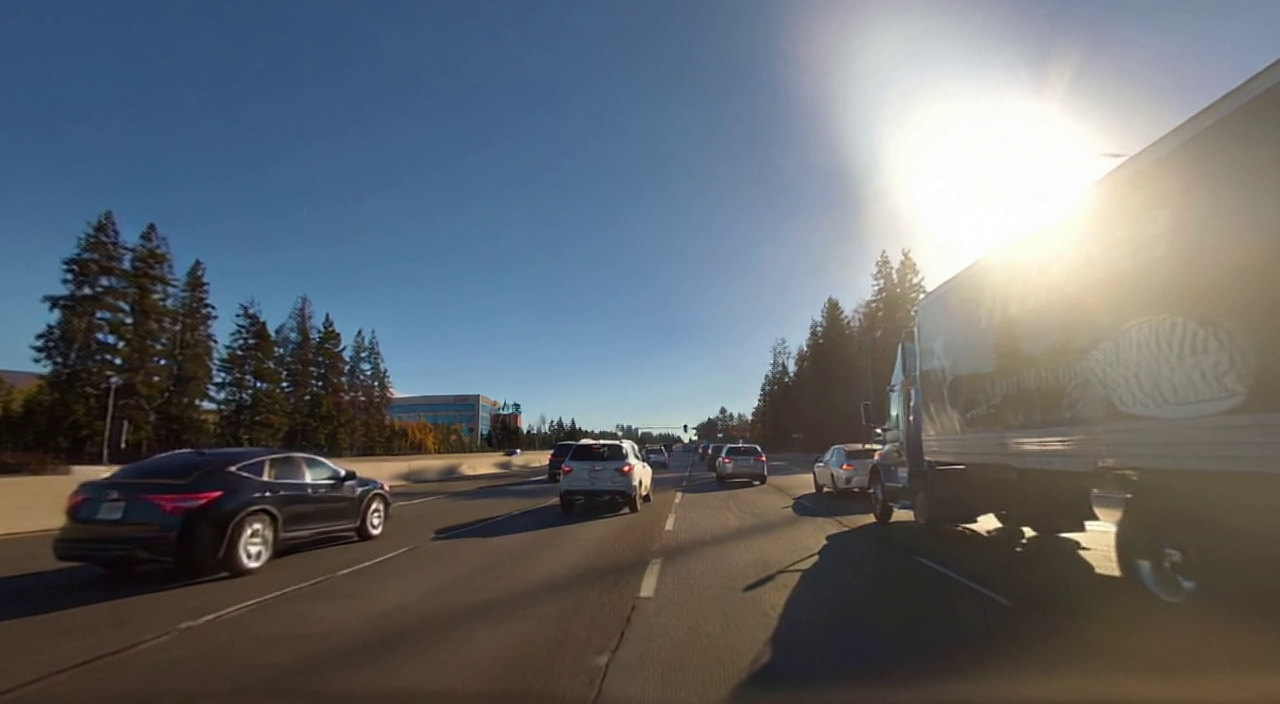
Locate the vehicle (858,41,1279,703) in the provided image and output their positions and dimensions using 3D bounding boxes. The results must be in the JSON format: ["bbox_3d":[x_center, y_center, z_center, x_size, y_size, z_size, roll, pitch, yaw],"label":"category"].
[{"bbox_3d":[4.663,0.543,5.309,2.987,3.212,9.311,-1,-8,5],"label":"vehicle"}]

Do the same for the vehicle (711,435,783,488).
[{"bbox_3d":[3.754,3.922,22.873,2.156,1.701,4.494,-1,-8,5],"label":"vehicle"}]

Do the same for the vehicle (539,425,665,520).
[{"bbox_3d":[-0.655,2.680,14.611,2.153,1.805,4.631,-1,-8,6],"label":"vehicle"}]

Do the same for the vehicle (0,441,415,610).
[{"bbox_3d":[-5.020,1.891,8.091,1.965,1.443,4.968,-1,-8,7],"label":"vehicle"}]
